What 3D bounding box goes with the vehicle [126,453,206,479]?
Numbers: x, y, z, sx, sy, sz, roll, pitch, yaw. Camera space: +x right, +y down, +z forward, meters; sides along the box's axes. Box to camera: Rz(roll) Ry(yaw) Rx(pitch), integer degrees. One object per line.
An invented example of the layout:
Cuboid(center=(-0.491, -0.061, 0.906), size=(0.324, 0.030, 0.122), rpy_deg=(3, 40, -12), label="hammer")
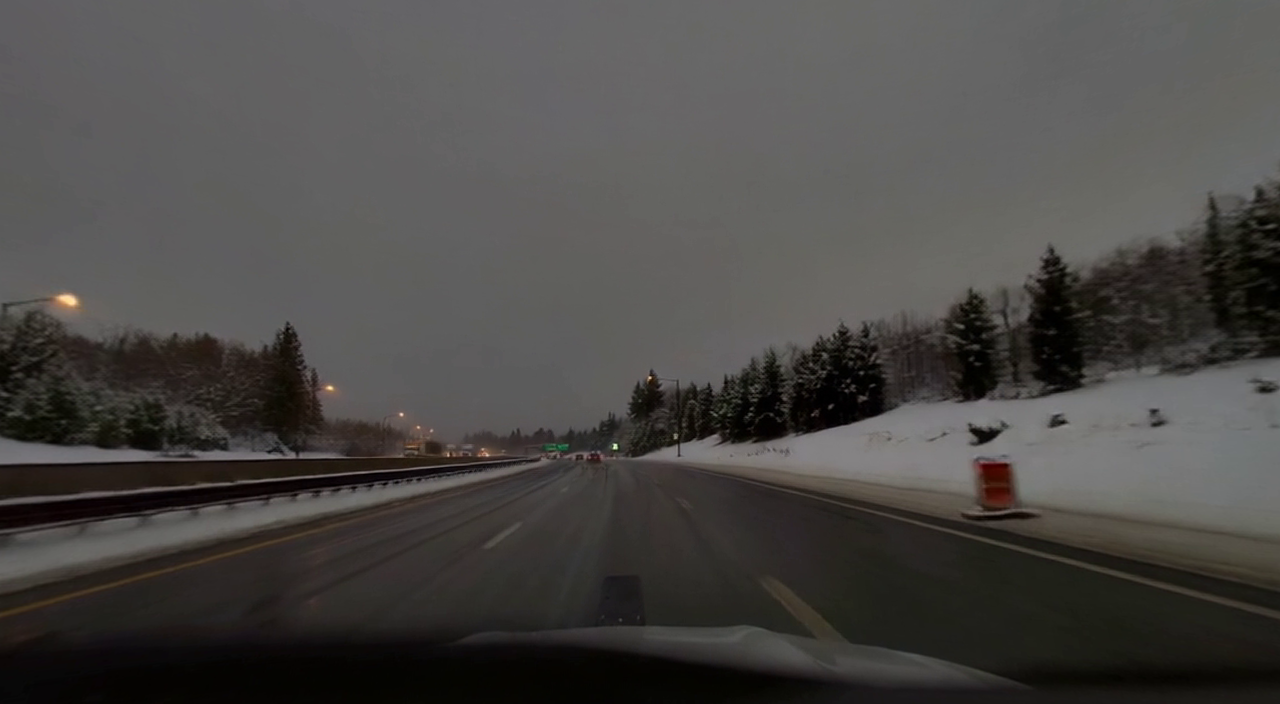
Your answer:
Cuboid(center=(-30.268, 7.263, 40.369), size=(1.812, 1.497, 4.297), rpy_deg=(0, -9, -1), label="vehicle")
